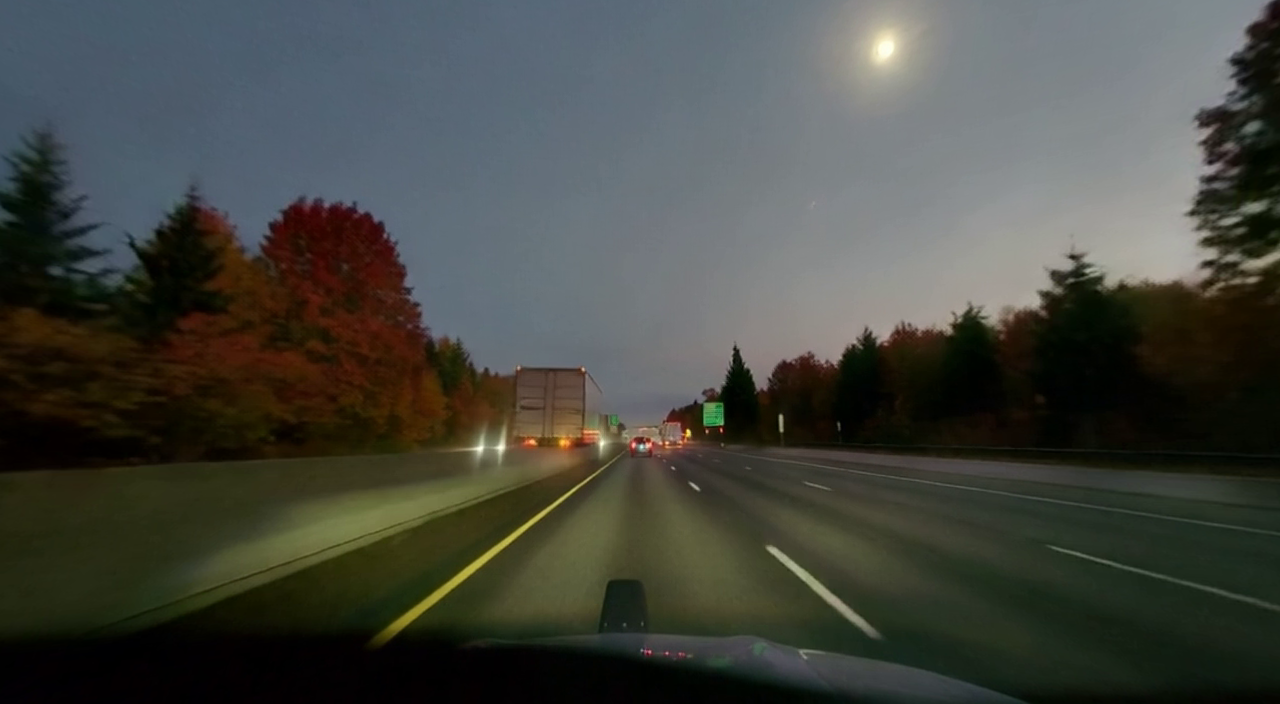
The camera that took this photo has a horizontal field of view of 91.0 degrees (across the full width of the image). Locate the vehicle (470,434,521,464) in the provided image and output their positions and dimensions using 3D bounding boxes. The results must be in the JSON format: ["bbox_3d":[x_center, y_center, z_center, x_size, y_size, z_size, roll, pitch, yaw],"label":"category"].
[{"bbox_3d":[-8.303,5.641,36.556,1.974,1.631,4.232,0,-8,0],"label":"vehicle"}]

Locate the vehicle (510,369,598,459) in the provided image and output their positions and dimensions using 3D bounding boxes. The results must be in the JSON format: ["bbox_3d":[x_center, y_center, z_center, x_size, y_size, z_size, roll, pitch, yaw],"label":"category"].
[{"bbox_3d":[-4.131,3.529,33.419,3.120,3.936,11.480,0,-8,0],"label":"vehicle"}]

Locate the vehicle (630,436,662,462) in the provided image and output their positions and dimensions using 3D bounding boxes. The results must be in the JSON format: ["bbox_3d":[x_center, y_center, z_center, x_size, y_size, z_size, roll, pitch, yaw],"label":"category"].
[{"bbox_3d":[0.339,6.113,39.706,1.924,1.498,3.817,0,-8,0],"label":"vehicle"}]
